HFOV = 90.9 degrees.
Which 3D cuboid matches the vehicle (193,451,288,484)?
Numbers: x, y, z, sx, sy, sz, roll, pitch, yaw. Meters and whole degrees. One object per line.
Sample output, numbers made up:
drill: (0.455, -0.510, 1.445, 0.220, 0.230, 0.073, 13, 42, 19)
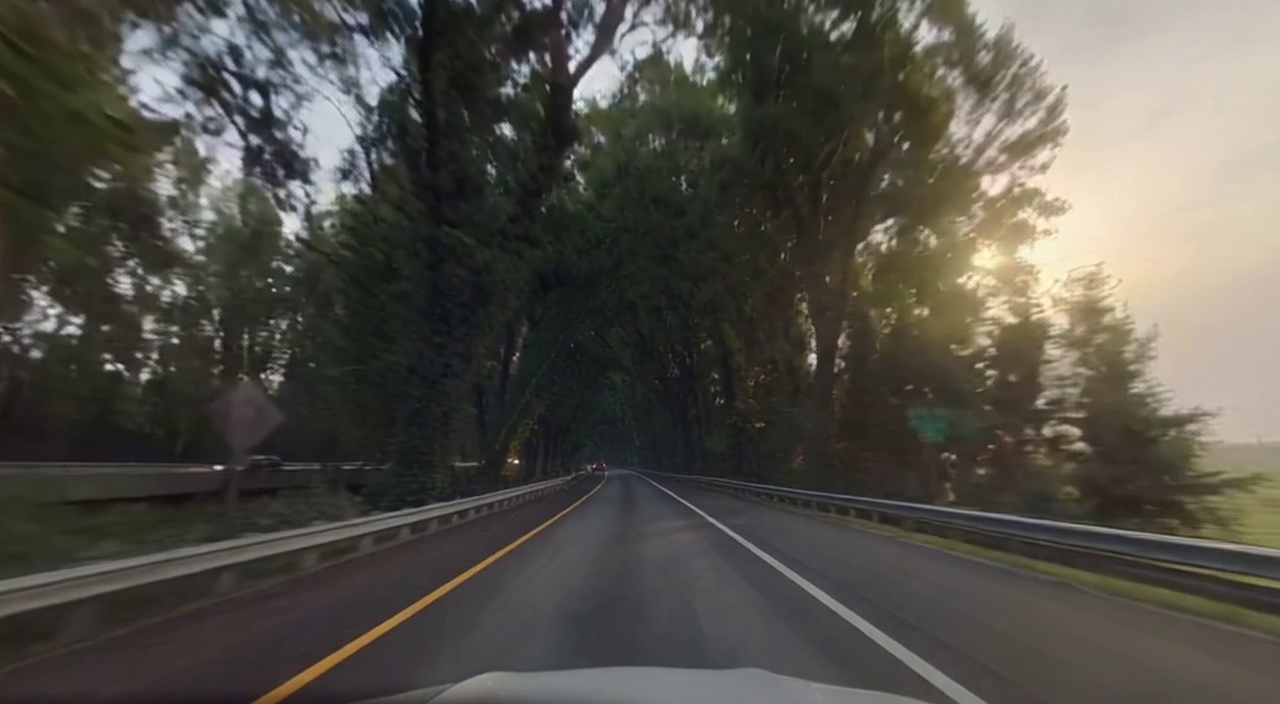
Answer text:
vehicle: (-21.031, 6.129, 33.427, 1.989, 1.626, 4.677, 1, -10, -1)
